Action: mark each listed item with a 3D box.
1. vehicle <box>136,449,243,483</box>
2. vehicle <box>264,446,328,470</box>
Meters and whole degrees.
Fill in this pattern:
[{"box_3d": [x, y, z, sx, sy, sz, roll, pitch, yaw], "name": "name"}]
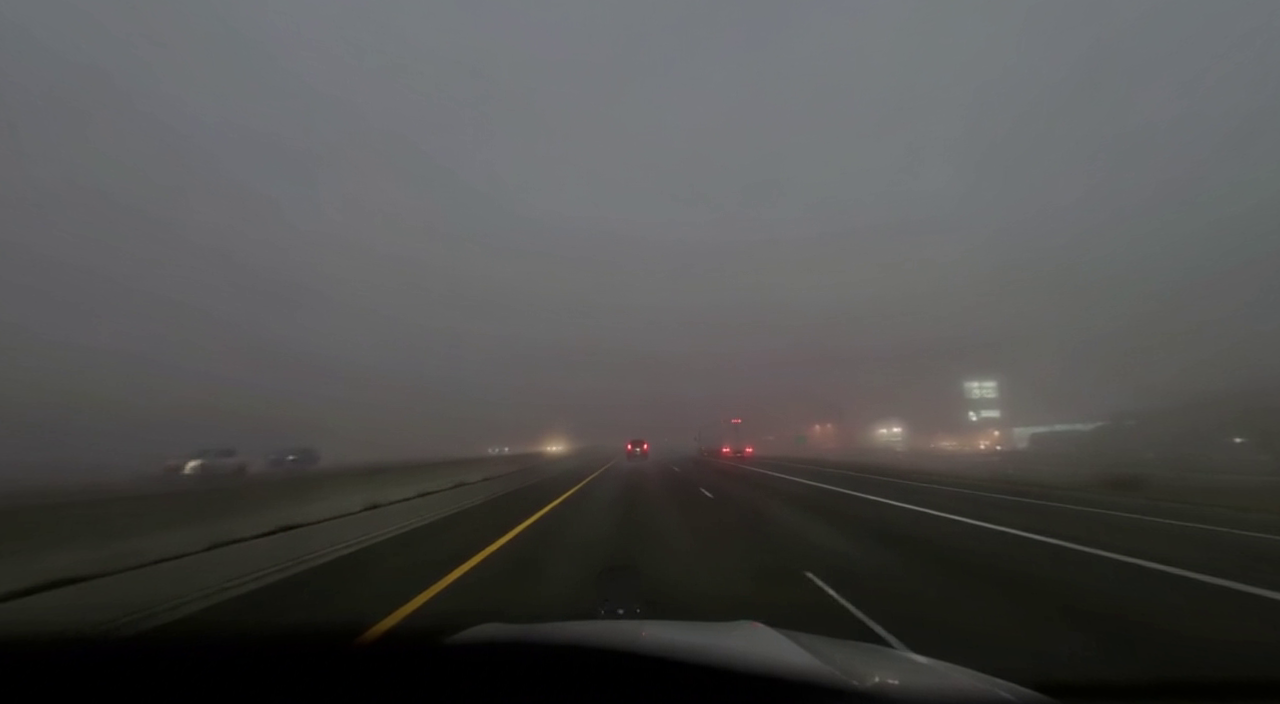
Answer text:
[{"box_3d": [-21.972, 5.537, 31.062, 1.878, 1.474, 4.540, 0, -8, 1], "name": "vehicle"}, {"box_3d": [-25.809, 7.952, 47.565, 2.026, 1.734, 4.730, 0, -8, 1], "name": "vehicle"}]
